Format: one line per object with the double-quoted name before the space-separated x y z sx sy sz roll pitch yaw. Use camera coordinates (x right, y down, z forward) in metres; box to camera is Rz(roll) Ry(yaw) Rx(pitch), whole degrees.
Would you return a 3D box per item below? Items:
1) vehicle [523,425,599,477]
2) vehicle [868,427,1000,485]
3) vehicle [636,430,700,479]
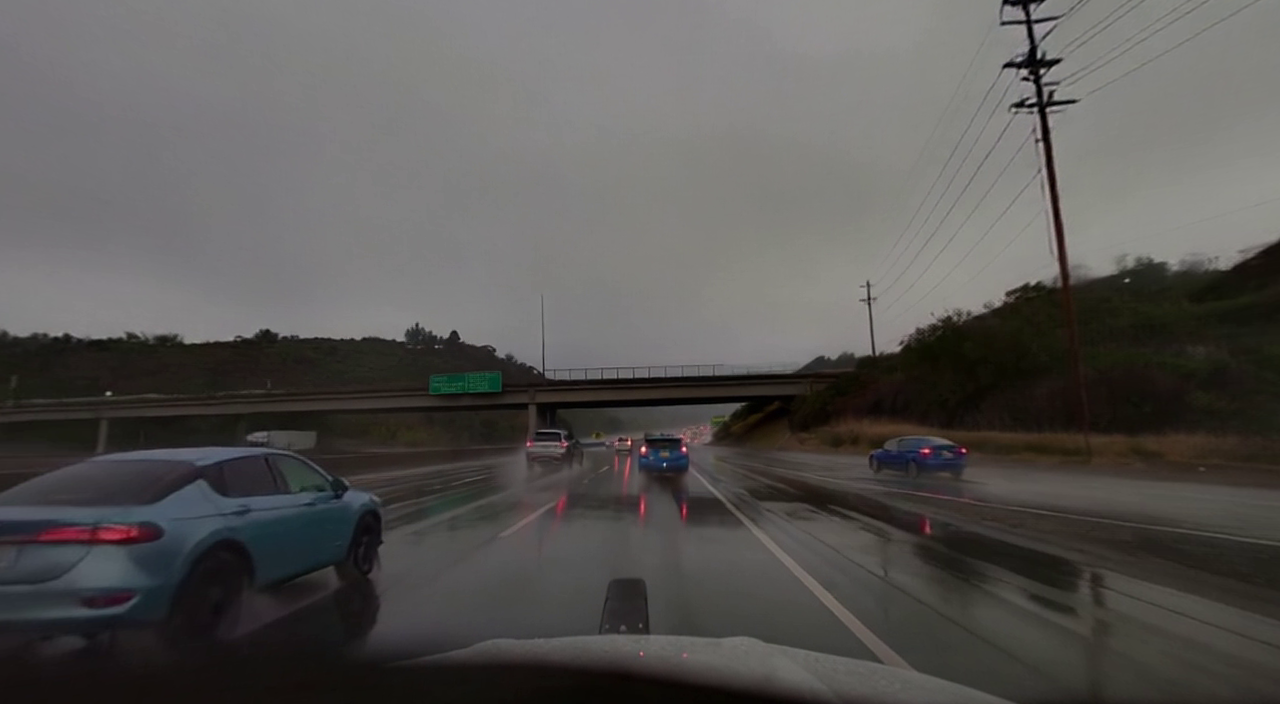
"vehicle" -3.008 3.926 25.143 2.228 1.845 4.847 -1 -8 2
"vehicle" 10.971 3.912 24.057 2.059 1.938 4.793 1 -9 -10
"vehicle" 0.958 3.859 23.918 2.193 1.651 3.946 0 -8 0
